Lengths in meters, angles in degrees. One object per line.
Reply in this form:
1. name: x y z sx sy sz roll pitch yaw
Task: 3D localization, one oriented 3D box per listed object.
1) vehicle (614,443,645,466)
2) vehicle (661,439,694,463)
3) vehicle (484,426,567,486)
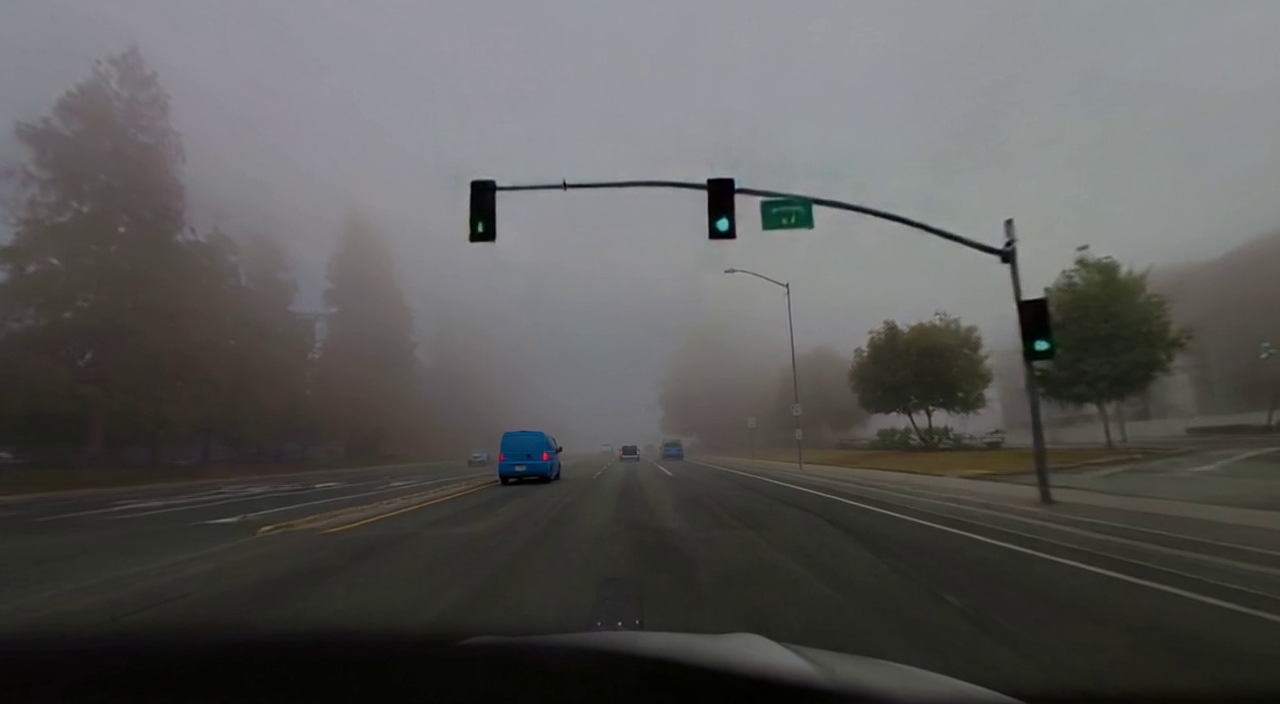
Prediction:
1. vehicle: -0.729 6.968 43.043 2.039 1.455 3.826 0 -9 -2
2. vehicle: 2.855 7.719 49.224 2.181 1.781 4.257 0 -9 -1
3. vehicle: -3.879 3.648 22.329 2.075 1.863 4.744 0 -9 -1
